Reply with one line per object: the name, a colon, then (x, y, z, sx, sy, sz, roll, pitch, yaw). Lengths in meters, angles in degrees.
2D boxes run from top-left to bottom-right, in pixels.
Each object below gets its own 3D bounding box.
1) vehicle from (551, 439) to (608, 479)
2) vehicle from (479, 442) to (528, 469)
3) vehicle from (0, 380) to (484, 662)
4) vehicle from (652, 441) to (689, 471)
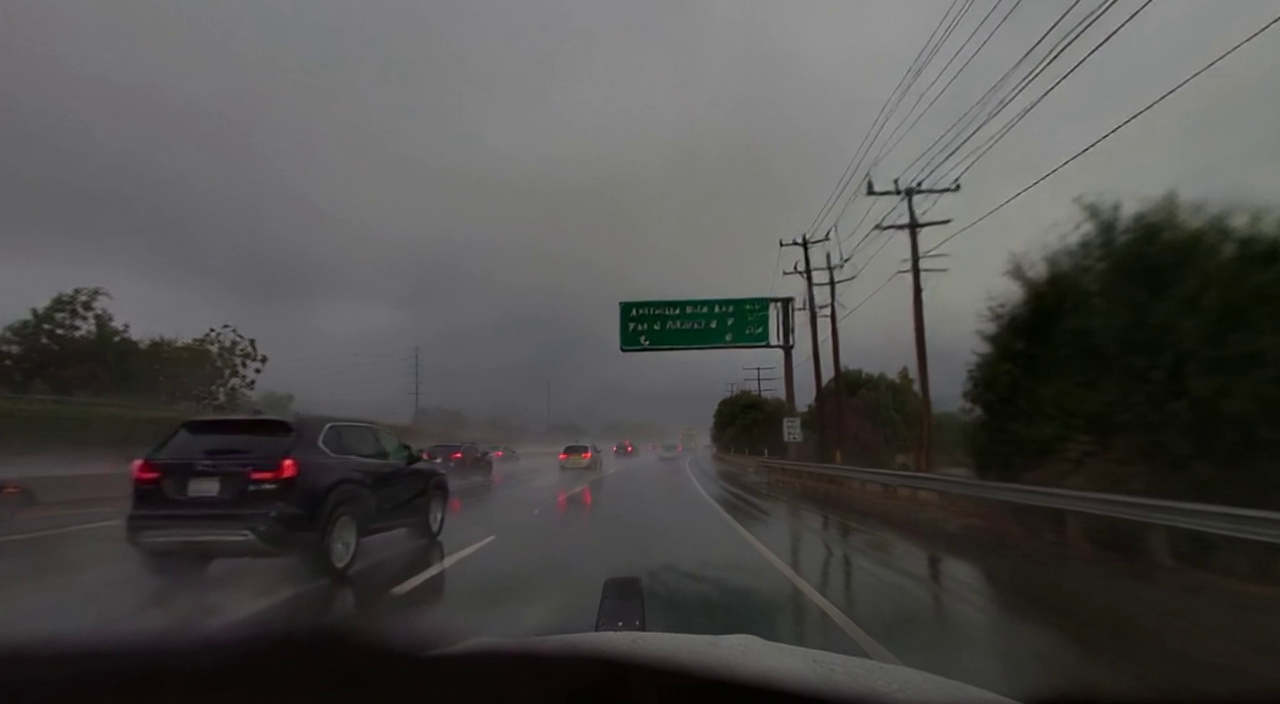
vehicle: (-2.667, 4.837, 28.627, 1.976, 1.688, 4.124, -1, -9, 3)
vehicle: (-9.409, 7.155, 43.719, 2.097, 1.722, 4.981, -1, -9, 3)
vehicle: (-3.428, 1.465, 6.597, 2.202, 1.801, 4.959, 0, -9, 1)
vehicle: (1.856, 6.191, 37.481, 2.038, 1.677, 4.219, -1, -9, 4)
